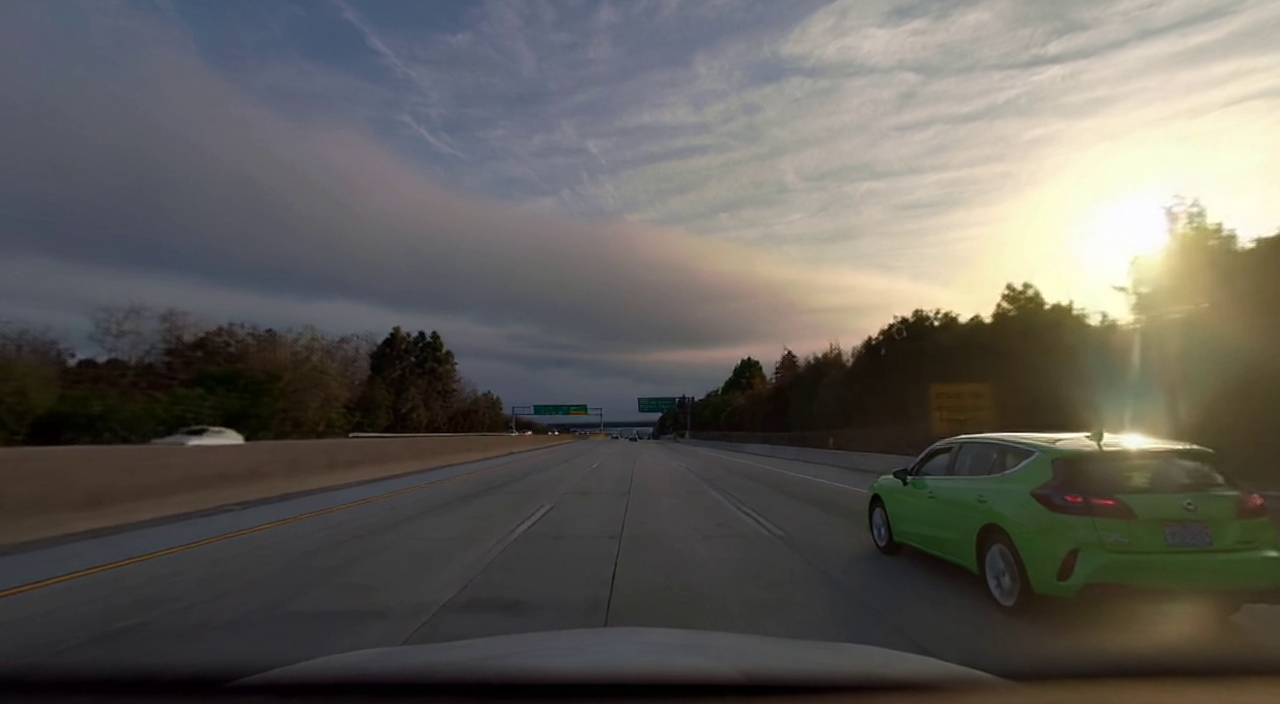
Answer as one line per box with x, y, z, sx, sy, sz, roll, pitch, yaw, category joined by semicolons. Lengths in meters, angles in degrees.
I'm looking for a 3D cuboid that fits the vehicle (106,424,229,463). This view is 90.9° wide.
-19.409;3.772;26.136;1.837;1.471;4.219;0;-8;0;vehicle
